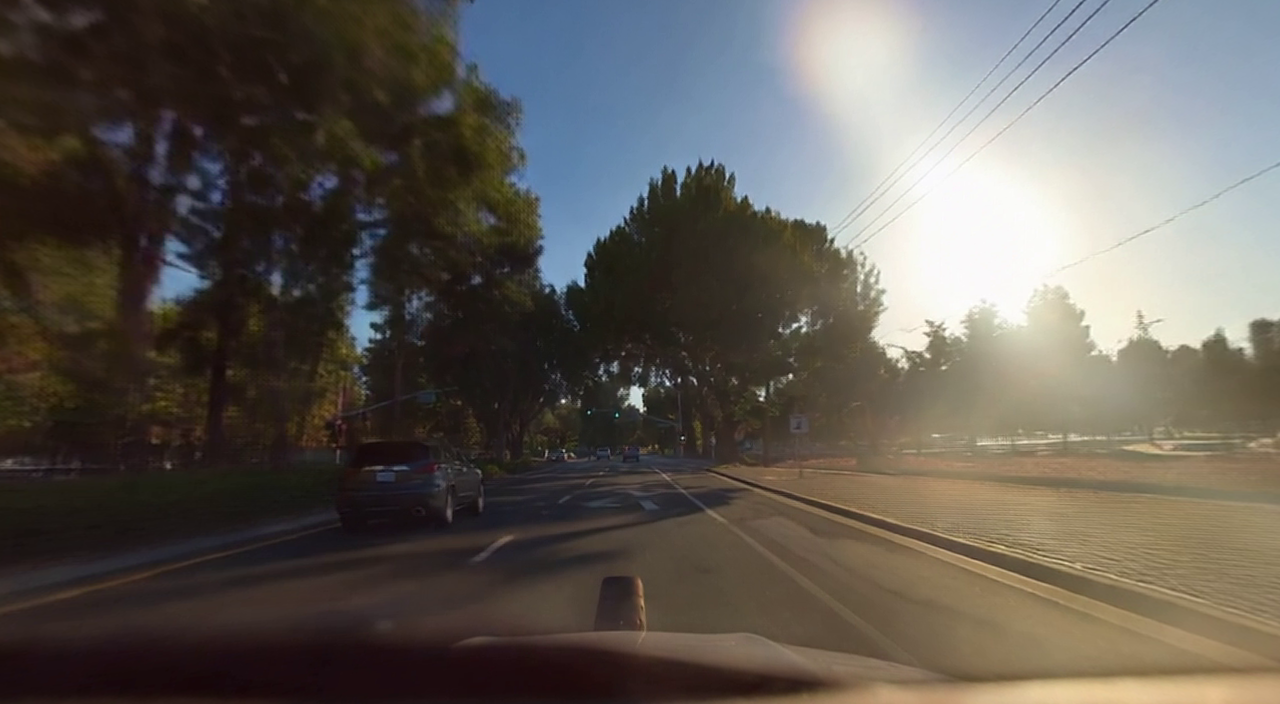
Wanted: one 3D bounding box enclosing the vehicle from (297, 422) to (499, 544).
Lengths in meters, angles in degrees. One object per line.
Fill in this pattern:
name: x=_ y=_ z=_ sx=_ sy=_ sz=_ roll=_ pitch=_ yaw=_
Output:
vehicle: x=-3.982 y=2.213 z=11.254 sx=2.018 sy=1.769 sz=3.897 roll=0 pitch=-9 yaw=0
